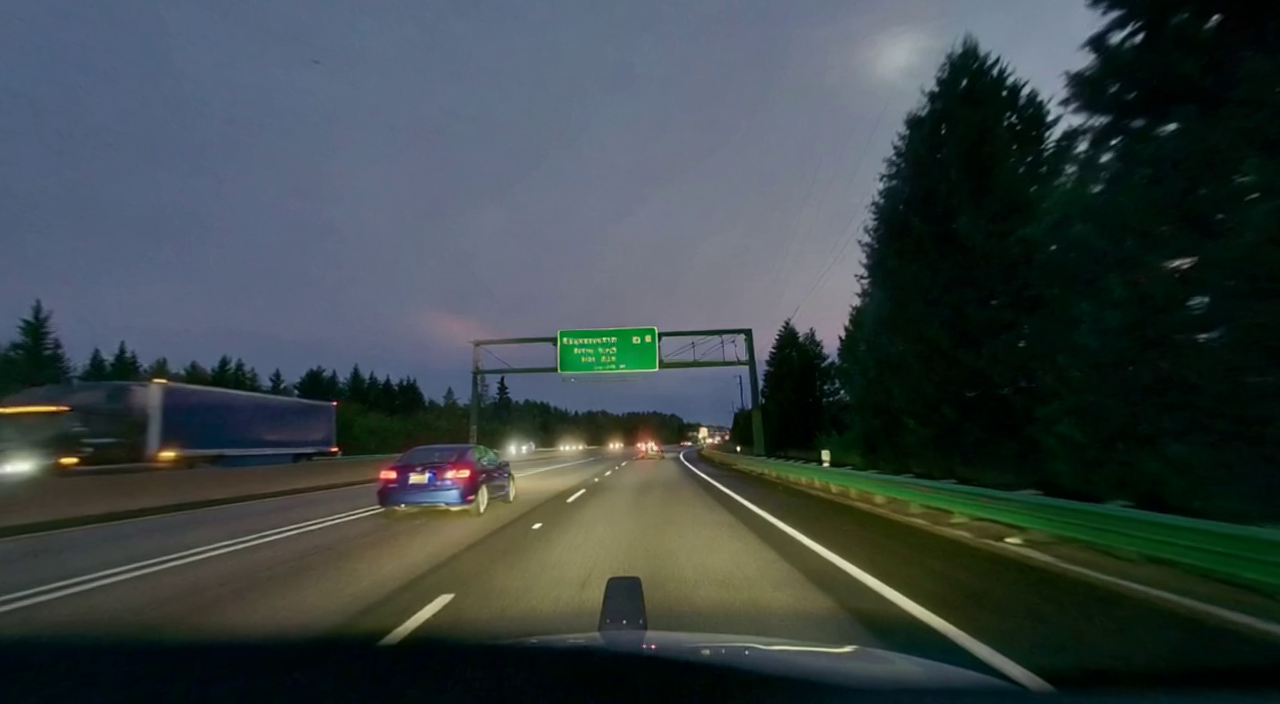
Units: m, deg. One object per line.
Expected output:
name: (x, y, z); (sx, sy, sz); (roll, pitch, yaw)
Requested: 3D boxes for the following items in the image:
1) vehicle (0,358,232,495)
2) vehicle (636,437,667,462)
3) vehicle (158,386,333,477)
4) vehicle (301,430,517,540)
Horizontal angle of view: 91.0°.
vehicle: (-19.682, 2.784, 22.492); (3.028, 3.896, 10.375); (0, -8, 1)
vehicle: (0.924, 7.275, 47.103); (2.176, 1.725, 4.182); (0, -8, 2)
vehicle: (-19.512, 4.114, 32.097); (3.271, 4.022, 8.274); (0, -8, 1)
vehicle: (-3.656, 2.173, 11.035); (2.021, 1.515, 4.453); (0, -8, 1)
